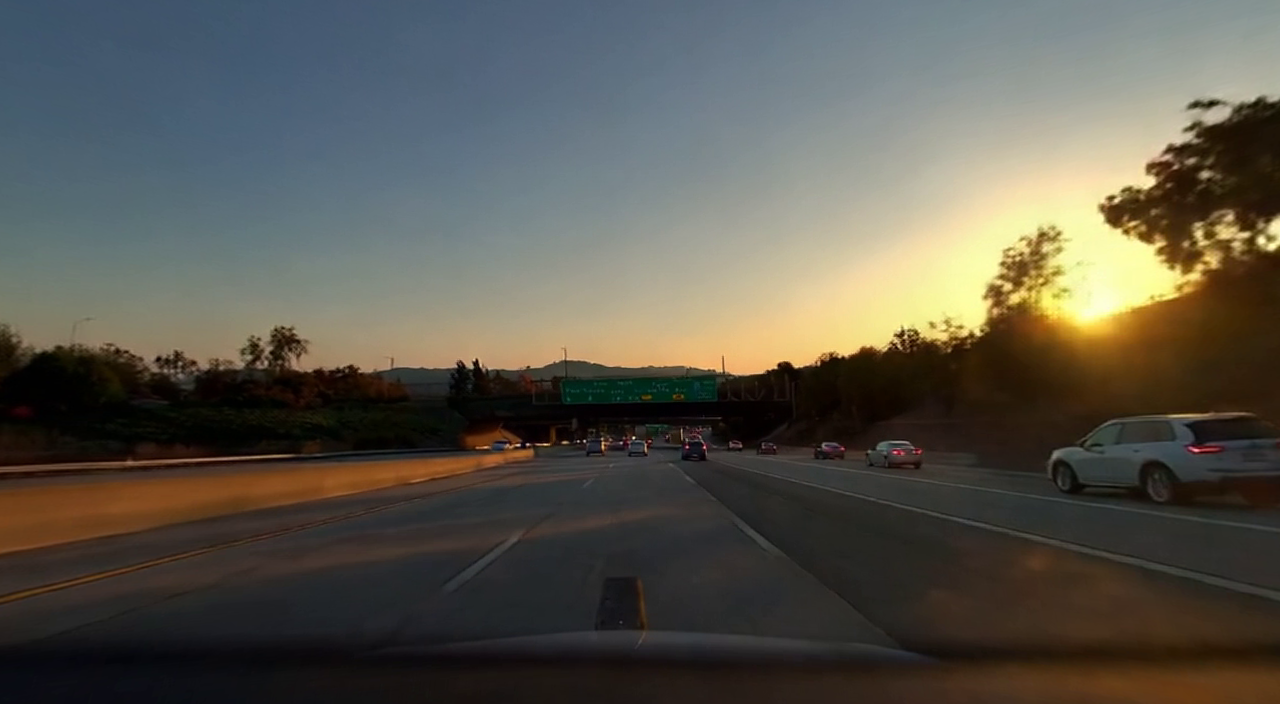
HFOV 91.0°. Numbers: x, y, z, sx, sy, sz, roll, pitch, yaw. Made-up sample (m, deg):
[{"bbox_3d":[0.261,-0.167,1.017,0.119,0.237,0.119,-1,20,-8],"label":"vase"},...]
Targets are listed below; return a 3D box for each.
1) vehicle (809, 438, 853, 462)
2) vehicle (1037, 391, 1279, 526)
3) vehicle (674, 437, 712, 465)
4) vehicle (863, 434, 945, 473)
[{"bbox_3d":[14.354,7.415,47.555,2.020,1.707,4.424,0,-9,1],"label":"vehicle"},{"bbox_3d":[11.549,2.186,13.224,2.442,2.140,6.462,0,-9,3],"label":"vehicle"},{"bbox_3d":[3.574,6.795,43.314,2.147,1.794,4.538,0,-9,0],"label":"vehicle"},{"bbox_3d":[13.064,5.050,31.509,2.116,1.754,4.727,0,-9,1],"label":"vehicle"}]
